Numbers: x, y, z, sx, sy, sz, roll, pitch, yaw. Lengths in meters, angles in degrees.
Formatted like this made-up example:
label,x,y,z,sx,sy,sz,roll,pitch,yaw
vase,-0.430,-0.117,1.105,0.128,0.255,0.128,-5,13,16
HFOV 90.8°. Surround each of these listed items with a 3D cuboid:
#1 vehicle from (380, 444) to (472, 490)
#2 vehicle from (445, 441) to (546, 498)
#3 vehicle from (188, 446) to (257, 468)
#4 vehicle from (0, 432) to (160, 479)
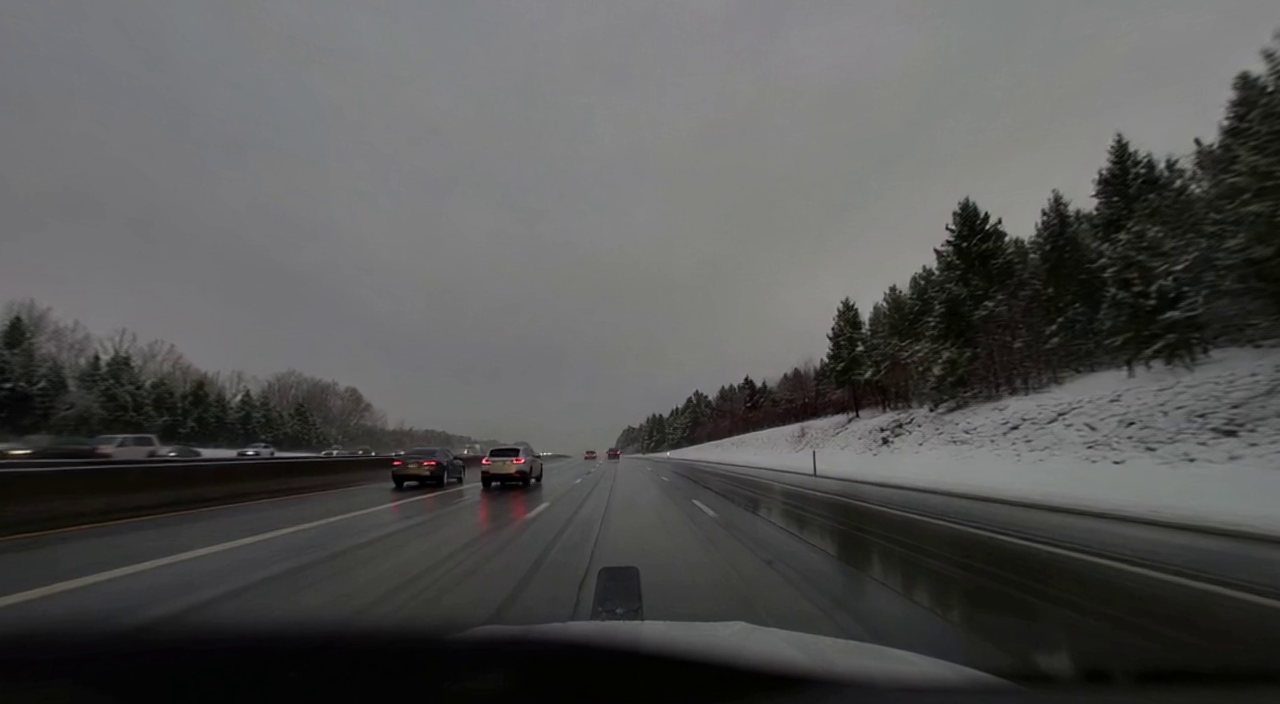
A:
label,x,y,z,sx,sy,sz,roll,pitch,yaw
vehicle,-7.854,4.245,23.683,2.023,1.519,4.150,0,-9,0
vehicle,-4.262,3.541,19.436,2.073,1.516,4.478,0,-9,0
vehicle,-29.461,7.397,44.761,1.836,1.450,4.553,0,-9,-2
vehicle,-24.677,4.570,28.083,2.221,1.861,5.703,0,-9,-1
